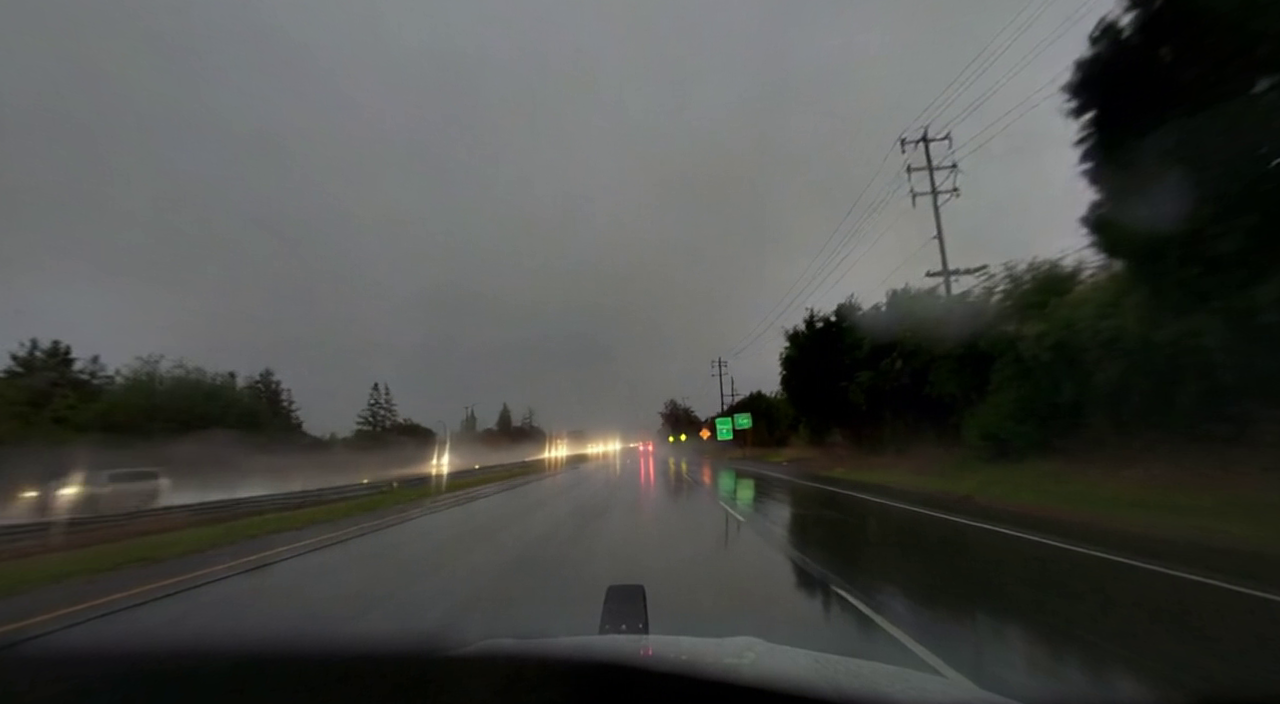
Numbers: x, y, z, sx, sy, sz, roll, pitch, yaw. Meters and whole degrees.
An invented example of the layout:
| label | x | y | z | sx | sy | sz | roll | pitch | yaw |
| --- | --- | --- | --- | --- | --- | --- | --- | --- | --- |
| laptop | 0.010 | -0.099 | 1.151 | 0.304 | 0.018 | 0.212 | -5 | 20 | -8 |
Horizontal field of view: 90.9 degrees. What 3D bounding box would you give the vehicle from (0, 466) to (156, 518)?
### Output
| label | x | y | z | sx | sy | sz | roll | pitch | yaw |
| --- | --- | --- | --- | --- | --- | --- | --- | --- | --- |
| vehicle | -20.669 | 5.031 | 23.116 | 1.873 | 1.536 | 4.963 | -1 | -9 | 1 |
